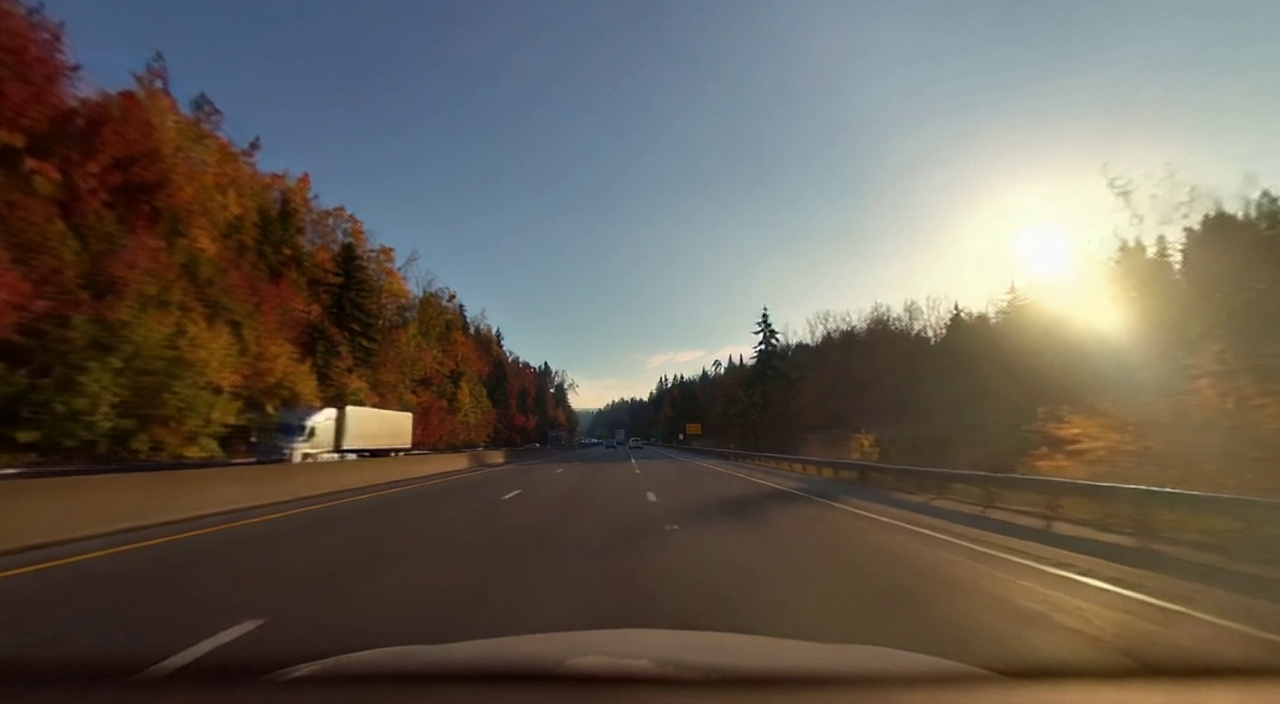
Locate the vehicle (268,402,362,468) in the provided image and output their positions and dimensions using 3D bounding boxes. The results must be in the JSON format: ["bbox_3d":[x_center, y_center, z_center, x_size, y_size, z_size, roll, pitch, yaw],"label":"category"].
[{"bbox_3d":[-21.731,5.649,42.534,2.973,4.092,6.174,0,-8,-1],"label":"vehicle"}]
